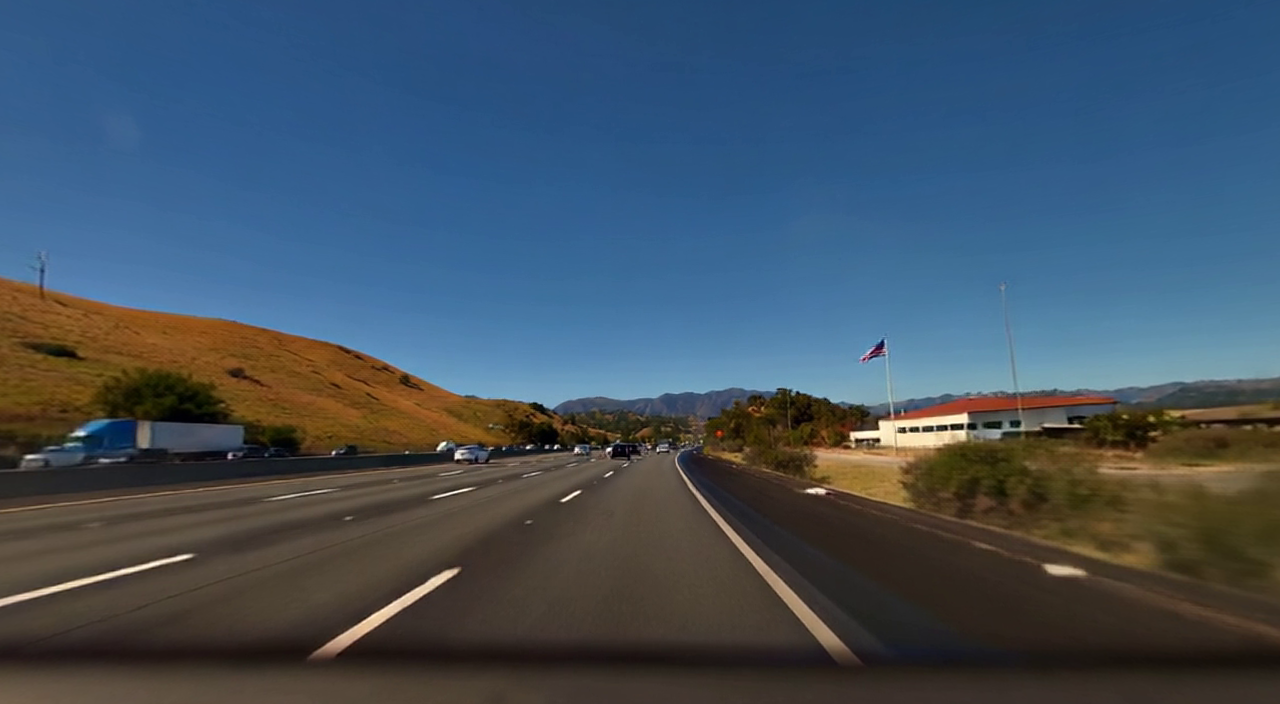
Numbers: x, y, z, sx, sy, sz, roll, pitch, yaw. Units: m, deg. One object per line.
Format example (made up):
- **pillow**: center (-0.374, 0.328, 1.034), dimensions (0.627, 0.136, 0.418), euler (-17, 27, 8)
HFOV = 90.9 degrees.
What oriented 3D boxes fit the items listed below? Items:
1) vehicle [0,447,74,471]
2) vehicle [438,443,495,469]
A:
- **vehicle**: center (-42.032, 7.286, 43.242), dimensions (1.722, 1.465, 4.952), euler (0, -8, 3)
- **vehicle**: center (-10.131, 6.103, 37.188), dimensions (1.927, 1.454, 4.395), euler (0, -8, 3)
